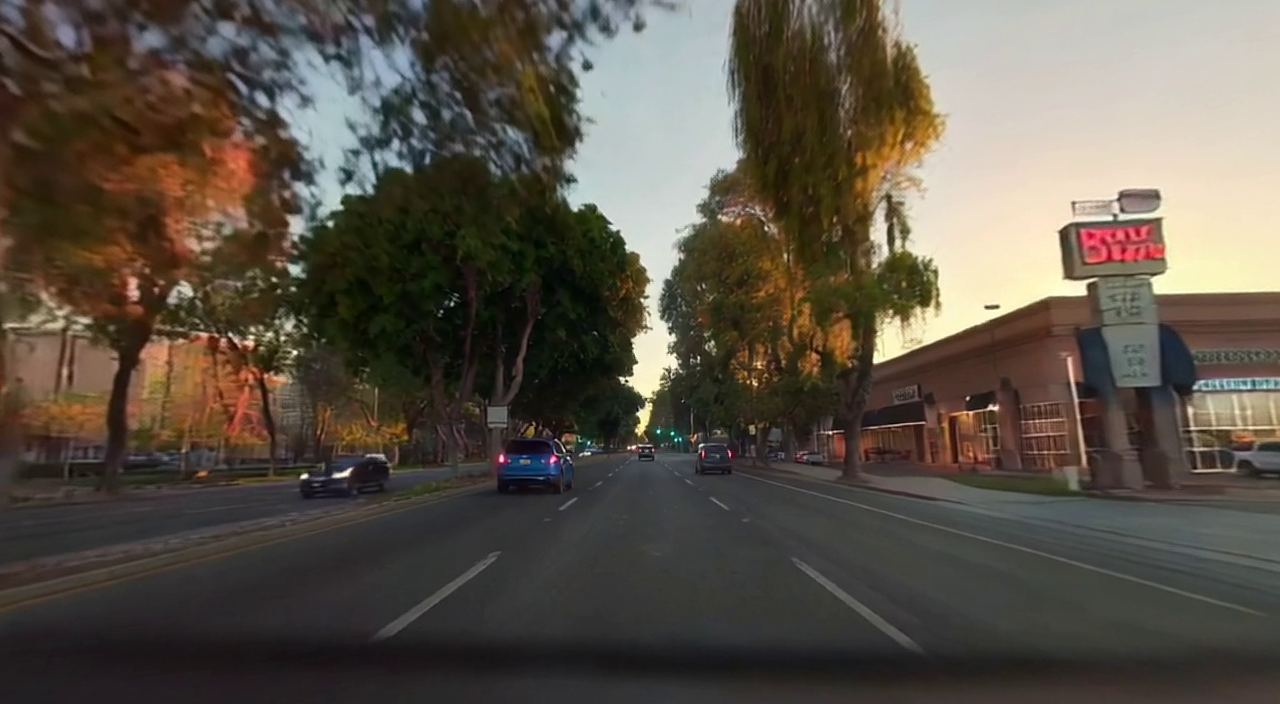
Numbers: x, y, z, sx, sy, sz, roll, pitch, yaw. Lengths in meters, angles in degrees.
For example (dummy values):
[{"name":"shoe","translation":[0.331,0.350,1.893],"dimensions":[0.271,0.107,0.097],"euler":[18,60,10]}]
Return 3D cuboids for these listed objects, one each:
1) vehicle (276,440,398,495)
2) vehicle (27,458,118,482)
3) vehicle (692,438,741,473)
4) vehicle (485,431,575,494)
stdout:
[{"name":"vehicle","translation":[-10.545,4.023,22.417],"dimensions":[2.098,1.749,4.584],"euler":[0,-8,-1]},{"name":"vehicle","translation":[-39.512,8.208,44.065],"dimensions":[1.836,1.447,4.790],"euler":[0,-8,1]},{"name":"vehicle","translation":[4.104,5.630,34.615],"dimensions":[2.083,1.779,4.347],"euler":[0,-8,-1]},{"name":"vehicle","translation":[-3.450,3.561,20.690],"dimensions":[2.047,1.810,4.414],"euler":[0,-8,1]}]
